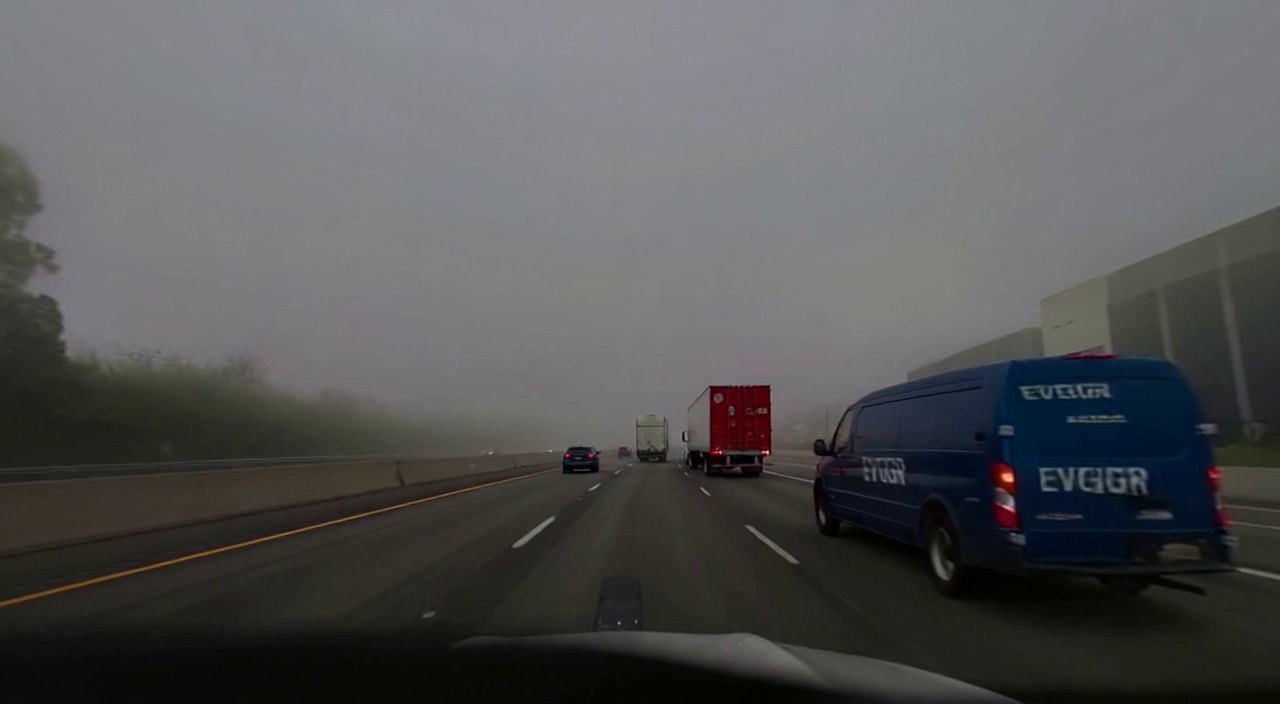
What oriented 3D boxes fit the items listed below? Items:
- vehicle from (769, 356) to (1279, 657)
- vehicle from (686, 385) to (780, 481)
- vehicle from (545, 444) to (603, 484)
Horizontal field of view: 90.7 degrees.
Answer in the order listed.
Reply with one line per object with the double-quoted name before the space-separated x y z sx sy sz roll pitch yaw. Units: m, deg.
"vehicle" 3.828 1.542 7.887 2.809 1.919 7.507 0 -9 -1
"vehicle" 4.380 4.387 33.221 2.951 3.974 13.340 0 -9 0
"vehicle" -2.595 4.522 25.950 2.024 1.472 4.014 0 -9 -1
